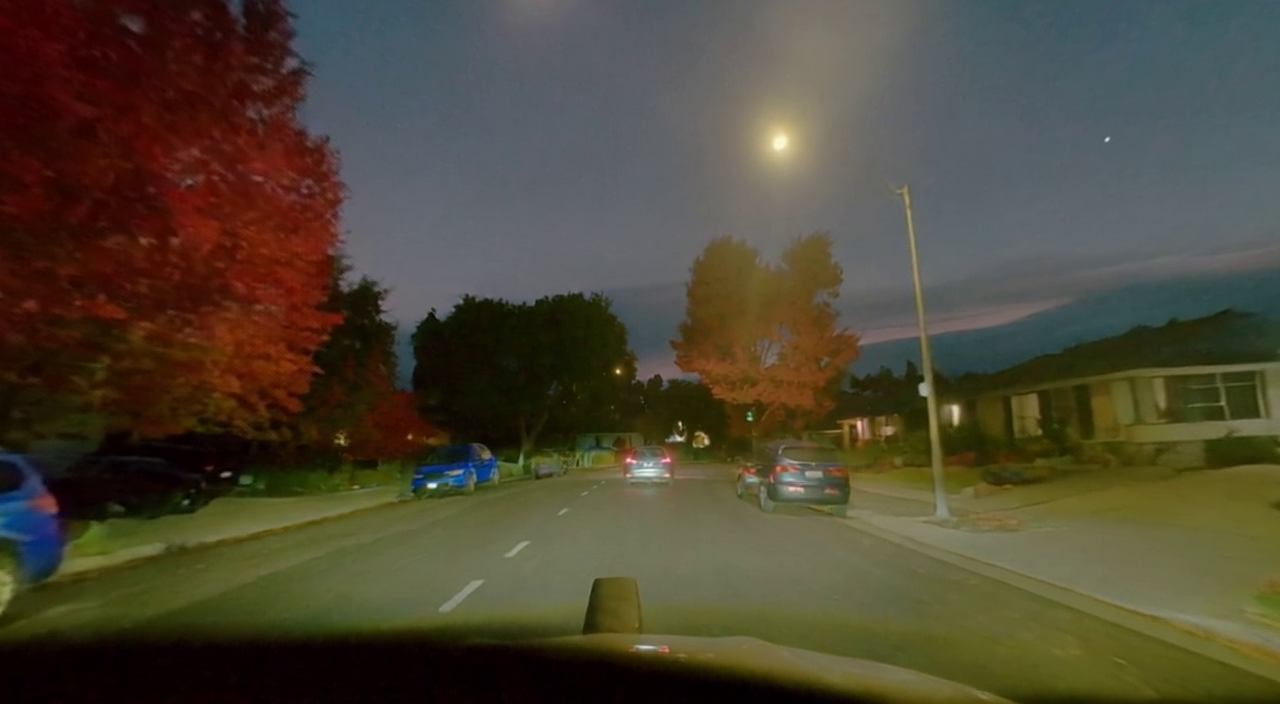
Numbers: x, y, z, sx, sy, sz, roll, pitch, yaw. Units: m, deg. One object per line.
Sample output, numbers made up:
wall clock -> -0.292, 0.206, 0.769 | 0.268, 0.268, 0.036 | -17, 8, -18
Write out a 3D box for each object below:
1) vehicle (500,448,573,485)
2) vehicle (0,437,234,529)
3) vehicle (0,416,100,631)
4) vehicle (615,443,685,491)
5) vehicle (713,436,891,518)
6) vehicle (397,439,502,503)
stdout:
vehicle -> -5.562, 6.210, 34.605 | 2.641, 1.747, 4.738 | -4, -9, 7
vehicle -> -12.734, 3.118, 15.330 | 4.461, 1.717, 1.936 | -4, -7, -4
vehicle -> -6.444, 1.282, 3.812 | 2.254, 1.773, 4.795 | -3, -8, -2
vehicle -> 0.429, 3.951, 22.034 | 2.192, 1.474, 4.192 | -1, -9, 3
vehicle -> 3.327, 2.697, 14.181 | 2.429, 1.502, 4.474 | 1, -9, -5
vehicle -> -6.440, 4.067, 21.997 | 2.235, 1.851, 4.662 | -2, -9, 0
